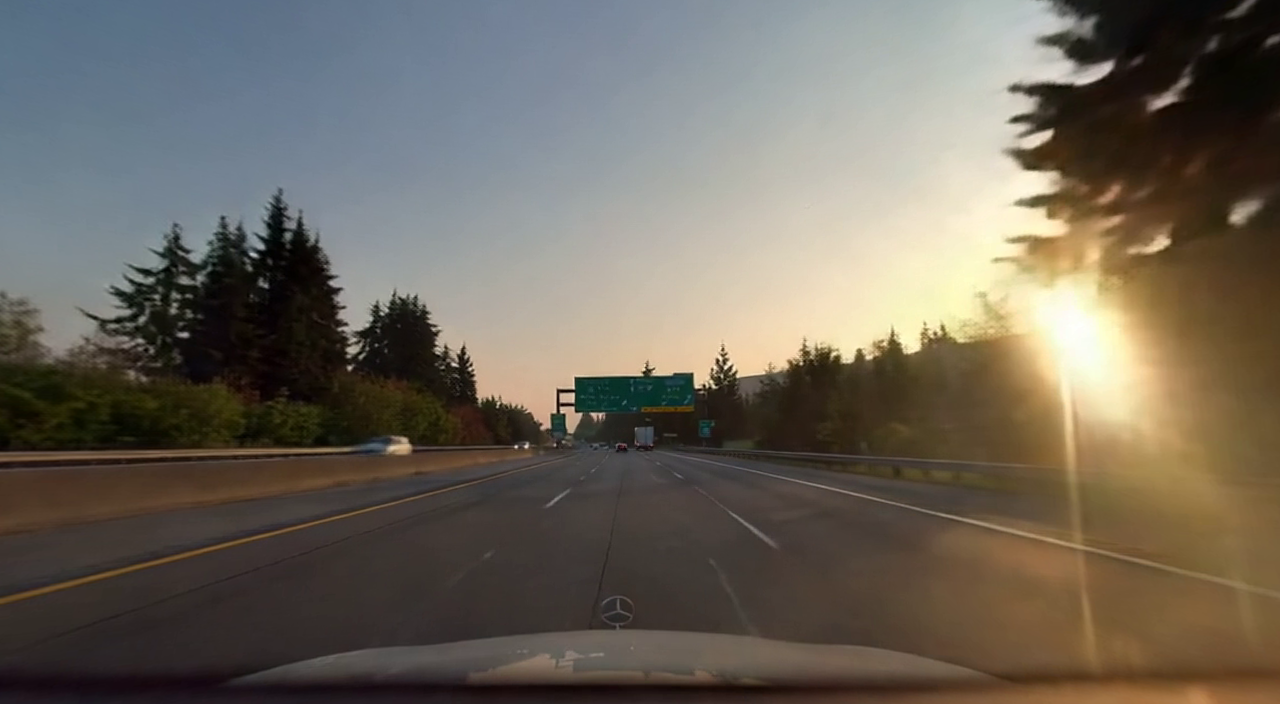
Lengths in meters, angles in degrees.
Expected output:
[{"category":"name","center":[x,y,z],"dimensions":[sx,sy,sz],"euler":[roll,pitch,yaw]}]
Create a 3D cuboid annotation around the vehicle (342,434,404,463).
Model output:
[{"category":"vehicle","center":[-17.692,6.400,41.937],"dimensions":[2.037,1.828,4.941],"euler":[0,-8,-1]}]
